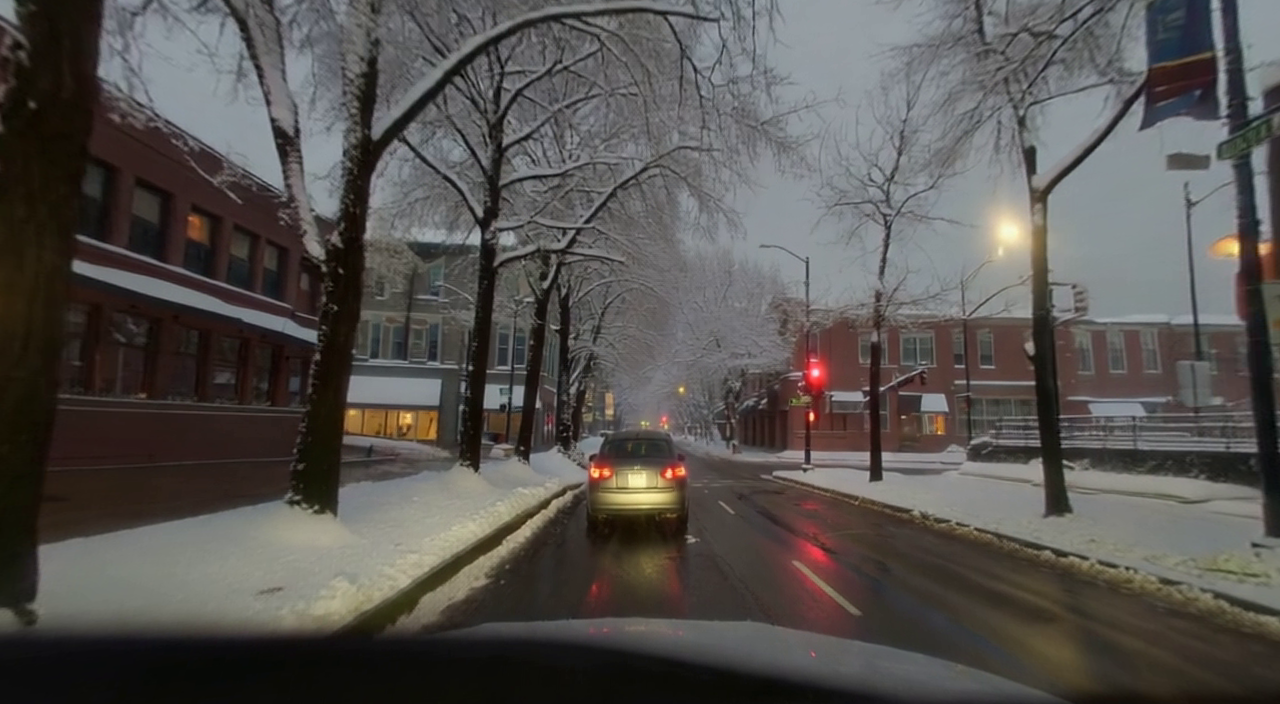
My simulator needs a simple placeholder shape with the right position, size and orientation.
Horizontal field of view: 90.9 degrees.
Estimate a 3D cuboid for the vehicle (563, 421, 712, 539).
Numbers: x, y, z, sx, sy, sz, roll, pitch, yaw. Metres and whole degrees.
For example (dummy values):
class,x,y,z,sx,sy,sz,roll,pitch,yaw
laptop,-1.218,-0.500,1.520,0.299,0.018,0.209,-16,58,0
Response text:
class,x,y,z,sx,sy,sz,roll,pitch,yaw
vehicle,-0.082,2.079,10.832,2.079,1.621,3.861,0,-8,-1
